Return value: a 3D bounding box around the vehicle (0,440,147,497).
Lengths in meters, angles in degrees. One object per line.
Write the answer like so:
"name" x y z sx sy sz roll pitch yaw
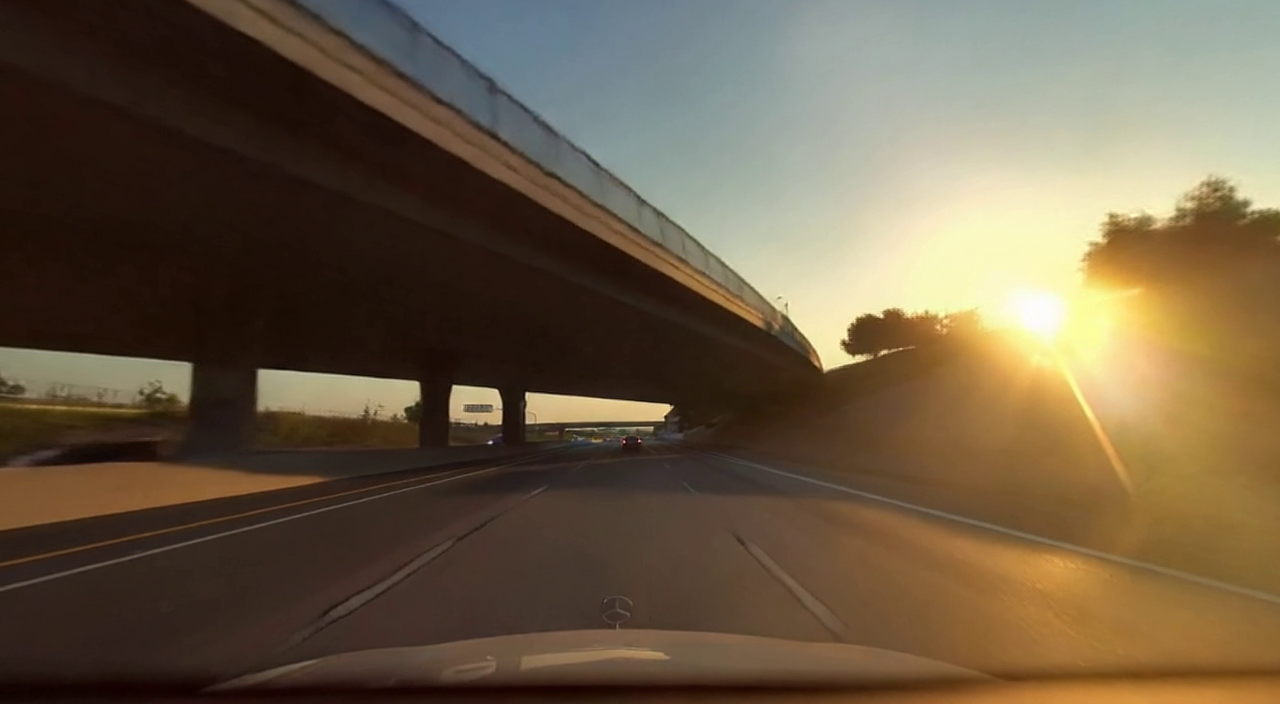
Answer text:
"vehicle" -17.970 3.505 19.522 1.875 1.515 4.299 0 -8 0
